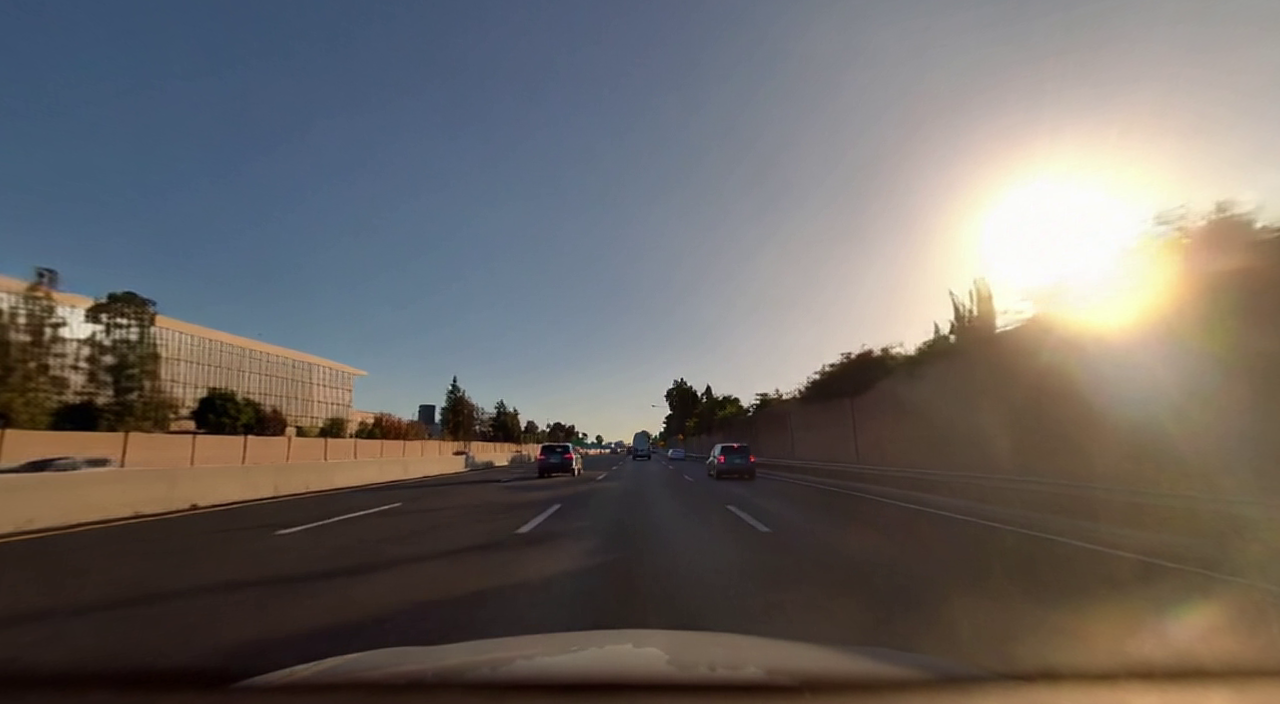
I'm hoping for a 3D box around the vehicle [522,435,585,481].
[{"bbox_3d":[-3.675,4.610,27.608,2.014,1.811,4.369,-1,-9,2],"label":"vehicle"}]

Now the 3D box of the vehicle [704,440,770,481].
[{"bbox_3d":[3.972,4.538,26.563,1.973,1.536,4.337,0,-9,-1],"label":"vehicle"}]
